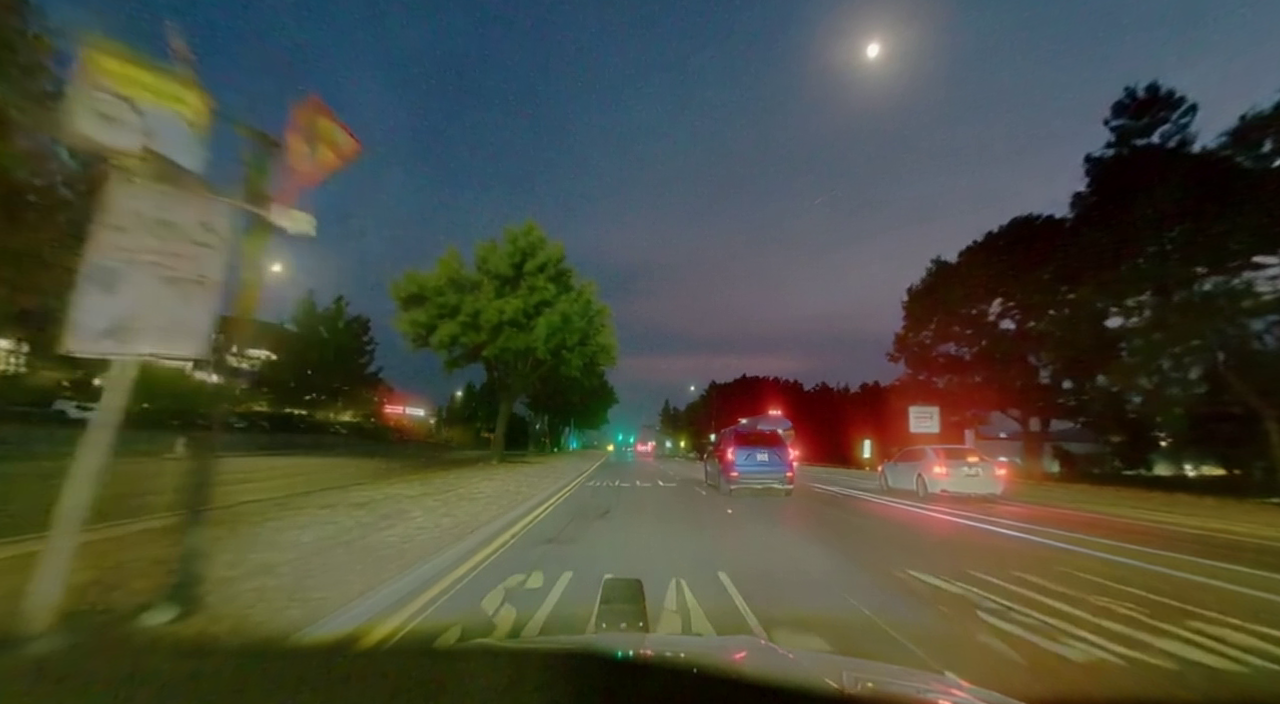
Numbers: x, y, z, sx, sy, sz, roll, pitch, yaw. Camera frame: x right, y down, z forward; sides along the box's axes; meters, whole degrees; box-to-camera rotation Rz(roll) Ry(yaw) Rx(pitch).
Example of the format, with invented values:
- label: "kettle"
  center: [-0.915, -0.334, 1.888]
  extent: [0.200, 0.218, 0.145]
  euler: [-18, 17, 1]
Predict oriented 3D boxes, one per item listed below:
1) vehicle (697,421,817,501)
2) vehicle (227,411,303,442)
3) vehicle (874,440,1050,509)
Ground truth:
- label: "vehicle"
  center: [2.755, 2.700, 16.022]
  extent: [2.045, 1.729, 4.532]
  euler: [0, -8, -1]
- label: "vehicle"
  center: [-28.974, 5.759, 48.726]
  extent: [4.573, 1.751, 2.109]
  euler: [6, -7, 11]
- label: "vehicle"
  center: [7.834, 2.983, 15.914]
  extent: [1.966, 1.476, 4.270]
  euler: [1, -8, -4]
